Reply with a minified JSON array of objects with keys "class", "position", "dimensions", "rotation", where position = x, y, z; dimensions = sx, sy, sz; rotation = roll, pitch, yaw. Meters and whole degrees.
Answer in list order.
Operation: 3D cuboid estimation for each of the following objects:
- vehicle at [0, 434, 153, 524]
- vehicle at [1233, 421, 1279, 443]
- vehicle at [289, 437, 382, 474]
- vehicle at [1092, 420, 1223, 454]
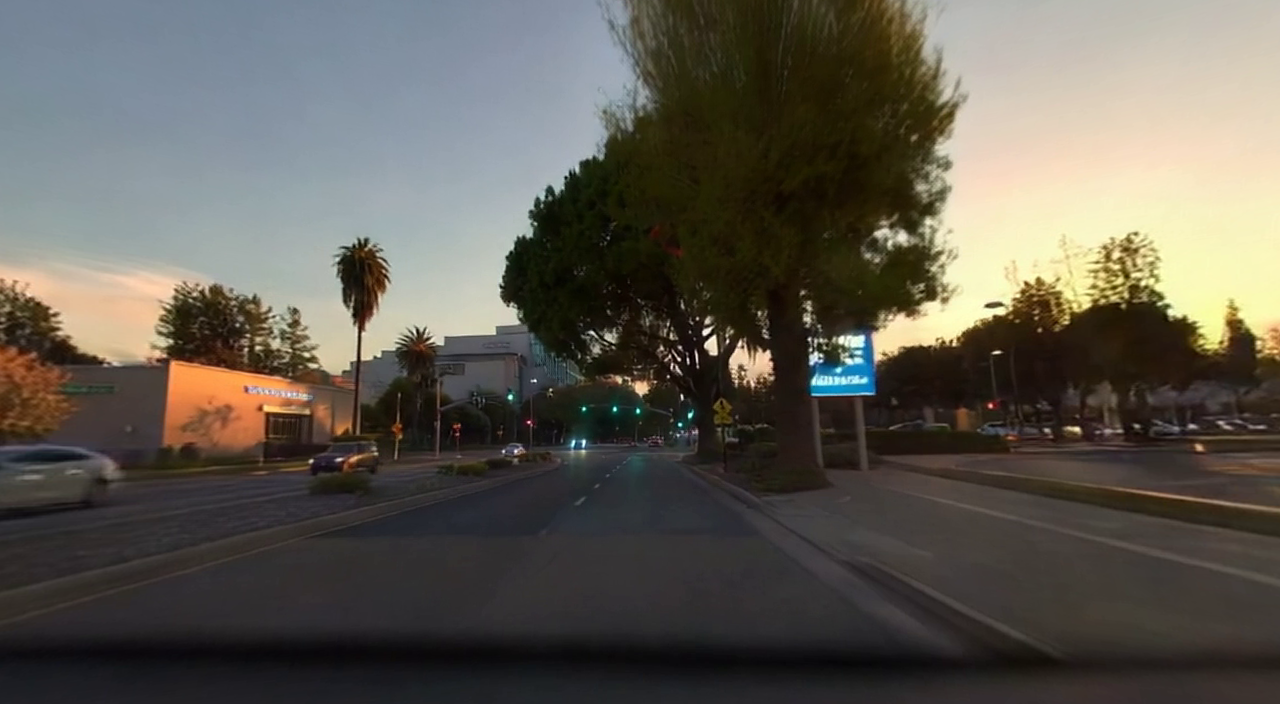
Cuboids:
[{"class":"vehicle","position":[-12.050,2.323,11.741],"dimensions":[2.078,1.532,4.627],"rotation":[0,-8,1]},{"class":"vehicle","position":[45.242,5.674,44.581],"dimensions":[4.301,1.498,1.875],"rotation":[0,-8,0]},{"class":"vehicle","position":[-16.757,5.709,34.938],"dimensions":[2.221,1.832,5.572],"rotation":[0,-8,2]},{"class":"vehicle","position":[25.290,4.184,30.796],"dimensions":[4.649,1.611,1.945],"rotation":[0,-8,0]}]
